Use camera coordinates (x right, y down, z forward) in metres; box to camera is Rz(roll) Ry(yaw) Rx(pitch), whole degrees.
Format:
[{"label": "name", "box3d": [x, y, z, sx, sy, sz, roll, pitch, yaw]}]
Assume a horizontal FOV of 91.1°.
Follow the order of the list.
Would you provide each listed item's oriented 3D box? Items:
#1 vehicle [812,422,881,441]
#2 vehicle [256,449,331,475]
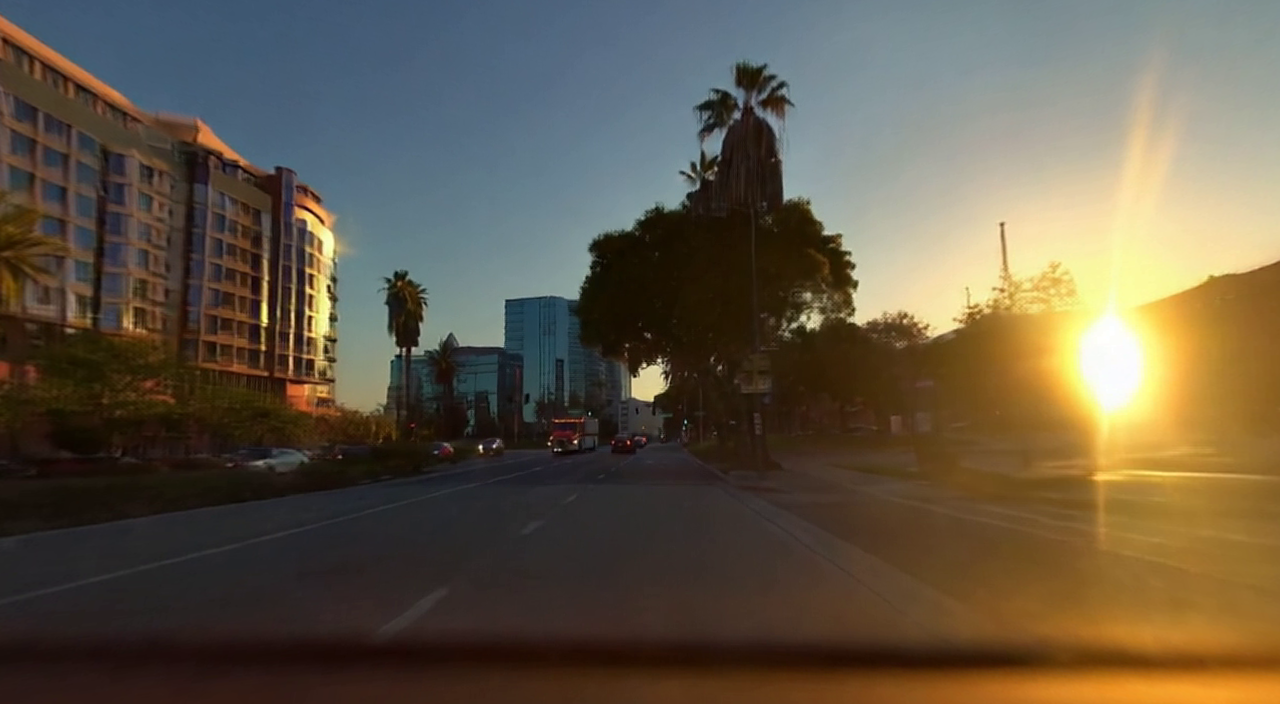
[{"label": "vehicle", "box3d": [16.026, 6.183, 48.943, 4.663, 1.457, 2.045, -1, -7, 3]}, {"label": "vehicle", "box3d": [-21.783, 6.936, 39.695, 1.945, 1.504, 4.566, -1, -9, 3]}]
